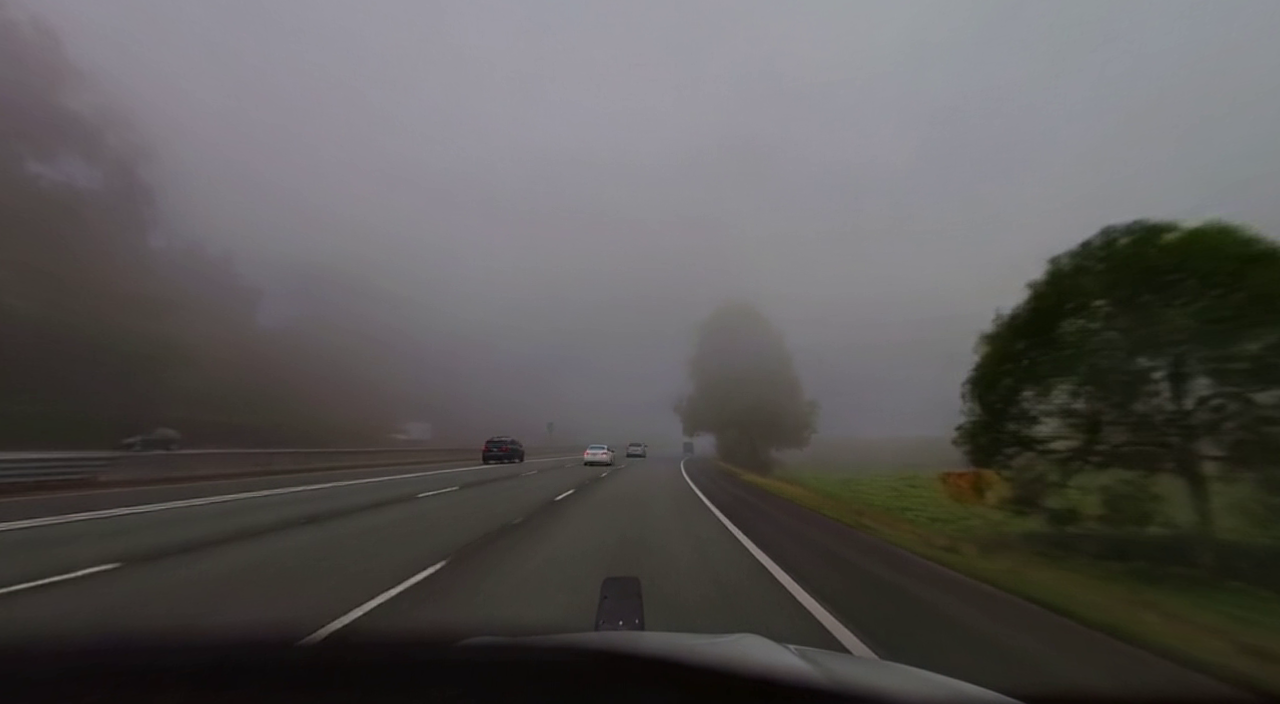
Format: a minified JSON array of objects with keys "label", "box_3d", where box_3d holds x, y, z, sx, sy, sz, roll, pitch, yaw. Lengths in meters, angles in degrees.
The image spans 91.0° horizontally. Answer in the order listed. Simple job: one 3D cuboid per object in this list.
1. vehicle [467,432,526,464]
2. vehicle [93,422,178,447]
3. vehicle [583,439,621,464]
[{"label":"vehicle","box_3d":[-9.490,6.430,42.207,2.264,1.980,5.574,0,-9,4]},{"label":"vehicle","box_3d":[-32.394,5.363,40.606,1.808,1.511,4.342,0,-9,1]},{"label":"vehicle","box_3d":[-2.585,6.932,43.968,2.035,1.673,4.469,0,-9,4]}]
